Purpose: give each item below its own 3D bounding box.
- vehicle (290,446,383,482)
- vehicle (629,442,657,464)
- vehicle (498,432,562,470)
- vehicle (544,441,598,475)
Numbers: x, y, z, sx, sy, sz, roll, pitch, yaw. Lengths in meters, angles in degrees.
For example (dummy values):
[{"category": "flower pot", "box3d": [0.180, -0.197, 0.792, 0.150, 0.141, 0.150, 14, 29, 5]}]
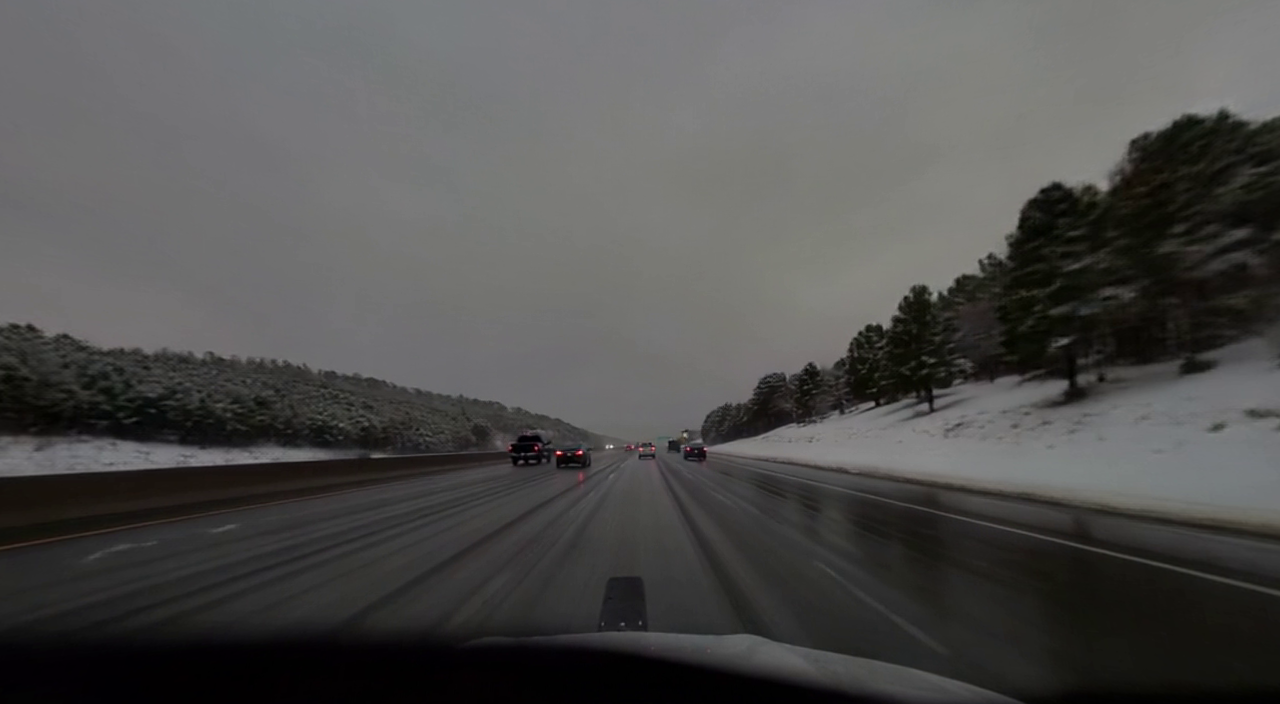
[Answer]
[{"category": "vehicle", "box3d": [-13.289, 4.884, 27.967, 1.795, 1.445, 4.482, 0, -8, 1]}, {"category": "vehicle", "box3d": [0.229, 7.663, 48.006, 2.031, 1.566, 3.904, 0, -8, 0]}, {"category": "vehicle", "box3d": [-6.419, 5.899, 37.683, 2.589, 2.063, 6.206, 0, -8, 1]}, {"category": "vehicle", "box3d": [-3.303, 5.170, 31.038, 2.091, 1.552, 4.516, 0, -8, 1]}]
